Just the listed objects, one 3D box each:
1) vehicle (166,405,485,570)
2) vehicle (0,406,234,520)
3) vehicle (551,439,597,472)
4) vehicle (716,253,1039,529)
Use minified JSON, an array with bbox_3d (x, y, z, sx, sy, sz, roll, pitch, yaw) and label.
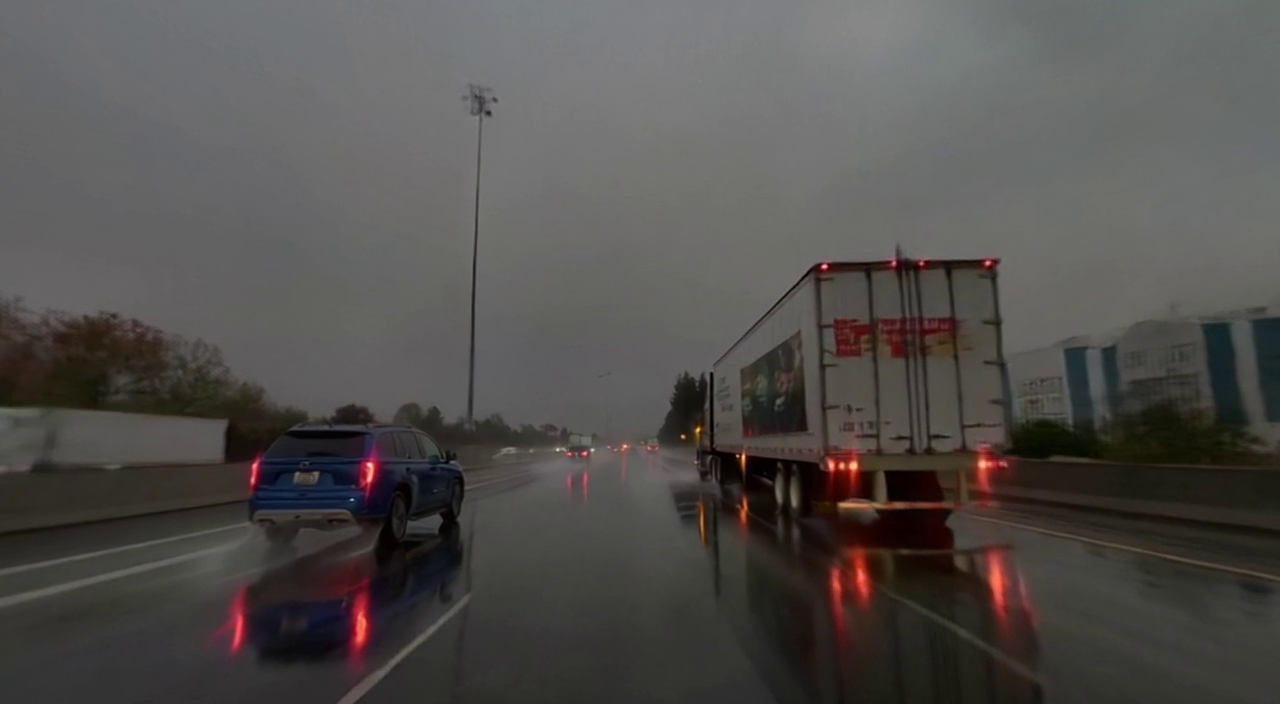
[{"bbox_3d":[-3.967,1.811,9.139,2.202,1.760,4.617,0,-9,0],"label":"vehicle"},{"bbox_3d":[-20.791,4.280,24.948,2.989,3.617,9.459,0,-9,0],"label":"vehicle"},{"bbox_3d":[-3.623,5.800,35.346,2.139,1.716,4.530,0,-9,0],"label":"vehicle"},{"bbox_3d":[4.394,1.580,16.518,2.998,4.236,13.886,0,-9,0],"label":"vehicle"}]
